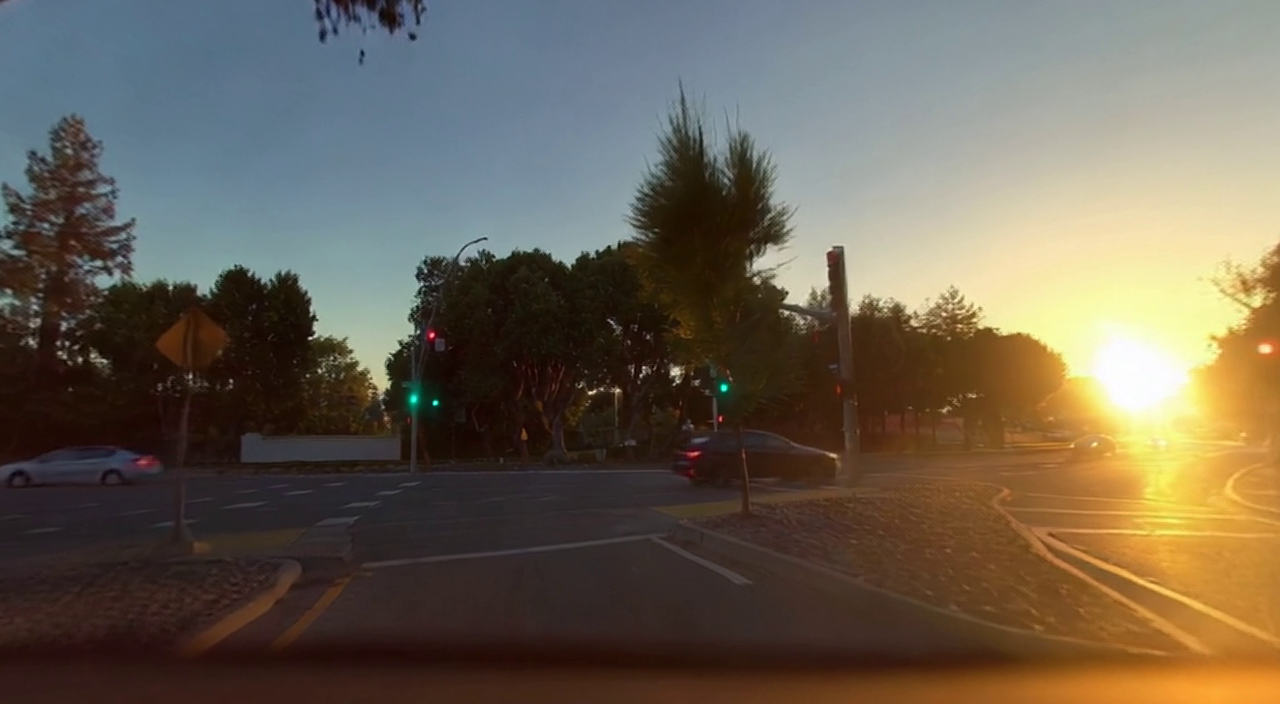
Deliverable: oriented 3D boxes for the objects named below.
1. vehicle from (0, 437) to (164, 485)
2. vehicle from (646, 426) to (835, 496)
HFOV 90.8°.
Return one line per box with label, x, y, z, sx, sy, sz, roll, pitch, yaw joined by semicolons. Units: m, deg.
vehicle;-21.121;4.074;23.847;4.602;1.667;1.933;4;-9;-25
vehicle;2.644;2.804;16.551;4.545;1.602;2.014;4;-9;-27
